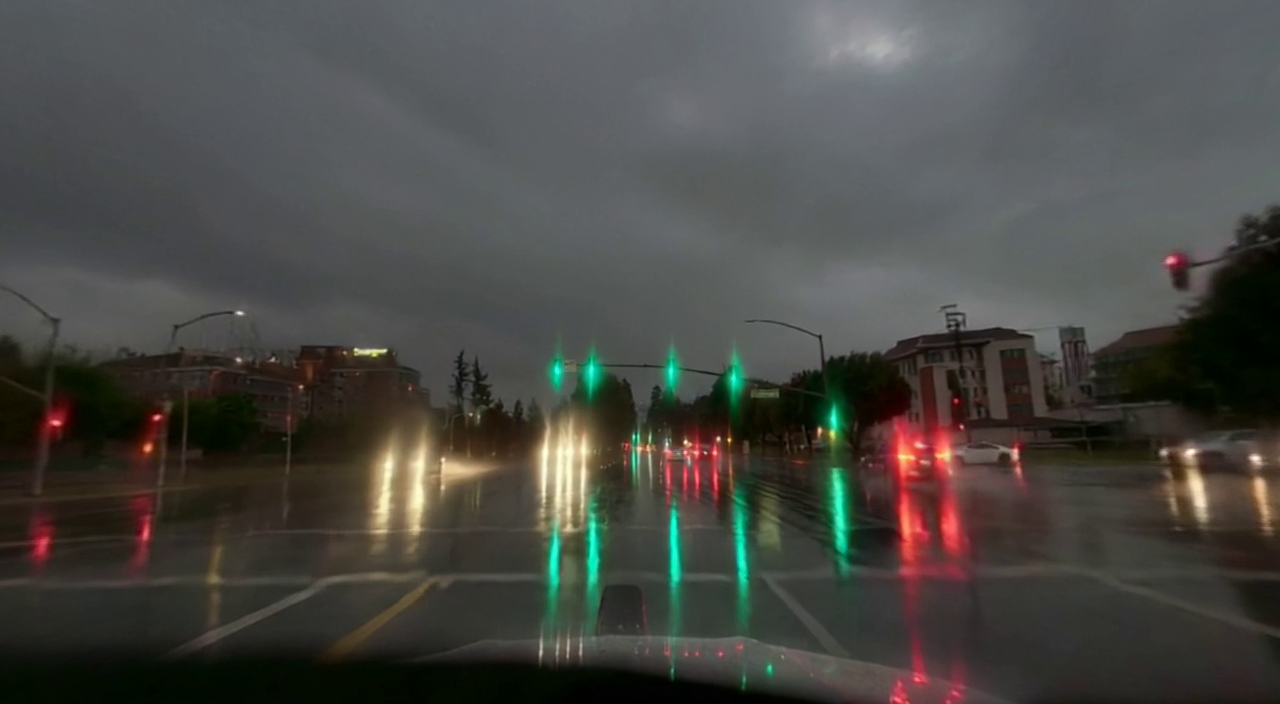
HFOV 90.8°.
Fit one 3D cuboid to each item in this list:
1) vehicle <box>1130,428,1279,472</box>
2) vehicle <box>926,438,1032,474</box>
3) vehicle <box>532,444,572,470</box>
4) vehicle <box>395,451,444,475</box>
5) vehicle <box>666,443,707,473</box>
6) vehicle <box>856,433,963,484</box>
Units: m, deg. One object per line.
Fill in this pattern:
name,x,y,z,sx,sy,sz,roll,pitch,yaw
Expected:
vehicle,22.778,3.918,25.324,4.475,1.682,2.044,0,-9,0
vehicle,18.843,5.805,35.380,4.805,1.619,1.994,-7,-9,19
vehicle,-5.864,7.025,42.525,1.986,1.502,4.224,-4,-8,0
vehicle,-16.248,8.157,46.770,2.000,1.602,4.626,0,-9,0
vehicle,2.580,6.003,35.994,1.917,1.538,4.259,0,-9,-2
vehicle,9.468,3.766,22.615,1.798,1.621,4.304,0,-9,-2
